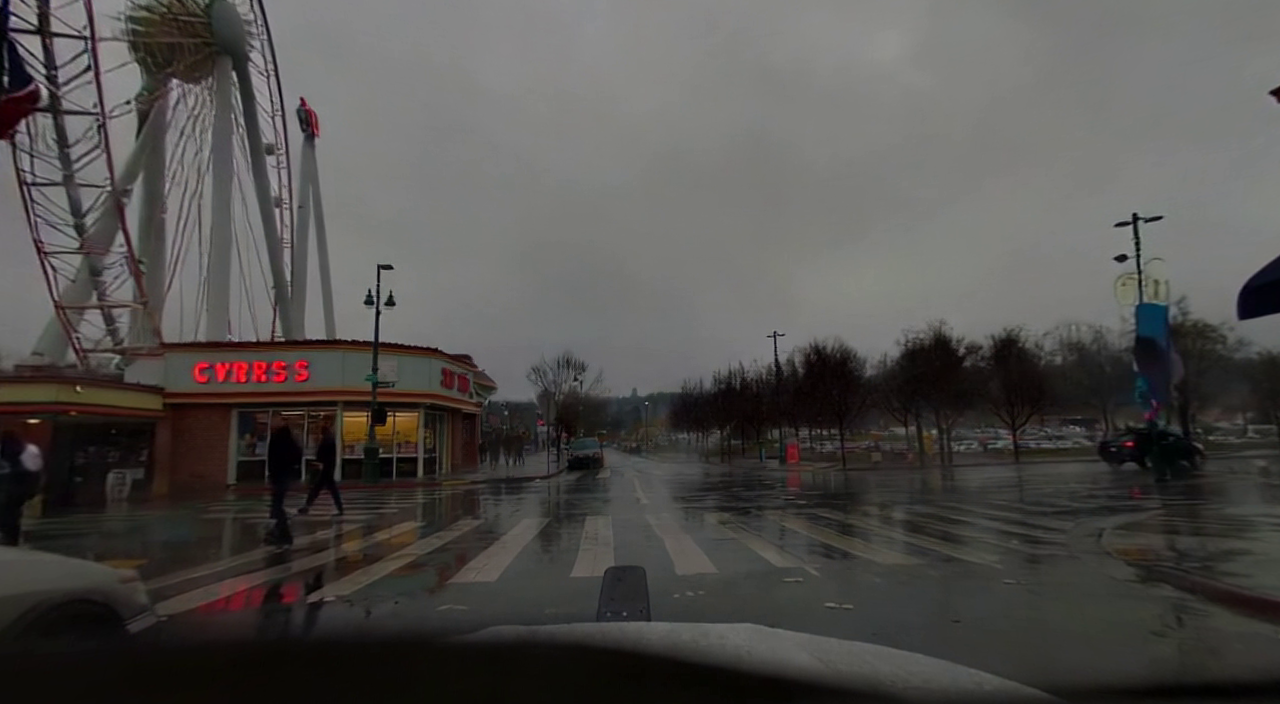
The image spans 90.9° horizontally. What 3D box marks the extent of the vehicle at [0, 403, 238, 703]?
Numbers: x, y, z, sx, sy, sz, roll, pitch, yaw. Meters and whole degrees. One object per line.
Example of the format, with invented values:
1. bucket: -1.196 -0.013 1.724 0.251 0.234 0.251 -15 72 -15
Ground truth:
1. vehicle: -3.372 0.788 1.200 1.940 1.505 4.676 -1 -9 3

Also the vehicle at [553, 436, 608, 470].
1. vehicle: -3.892 6.405 40.247 2.549 2.000 5.699 2 -9 -15
